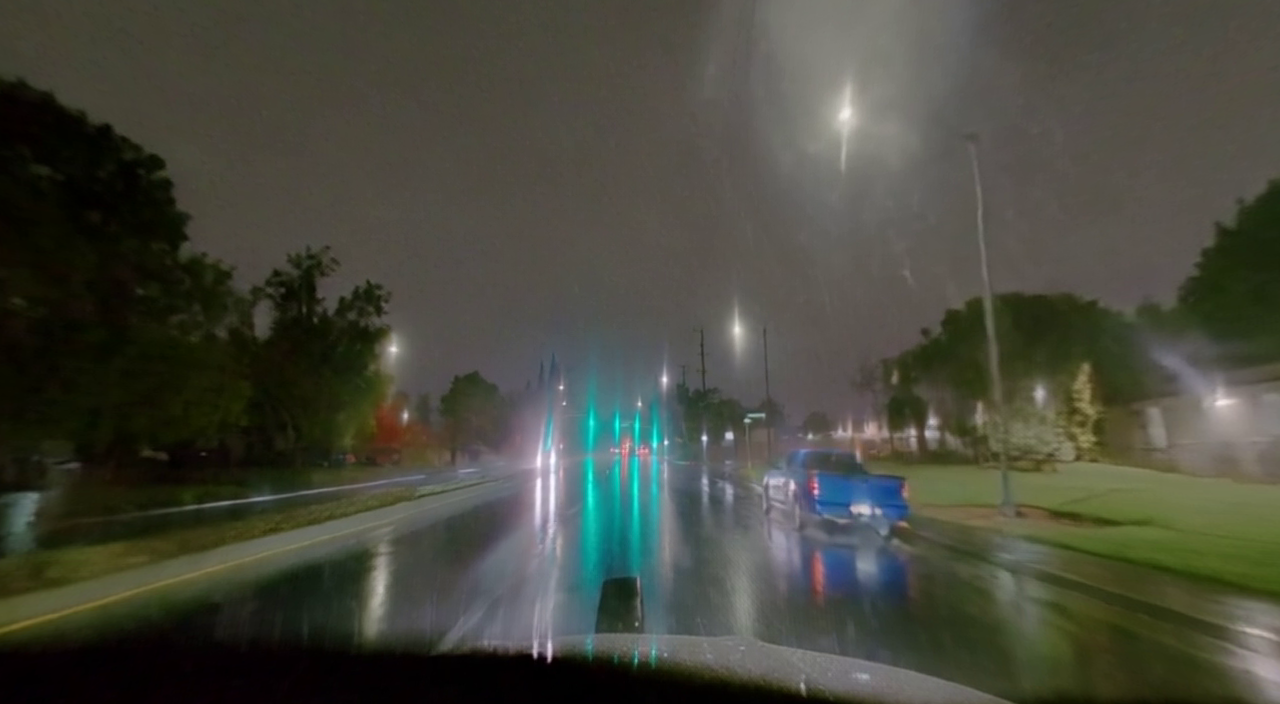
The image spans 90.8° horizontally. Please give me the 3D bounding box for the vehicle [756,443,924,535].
[{"bbox_3d":[3.704,2.596,12.630,1.942,1.502,4.244,0,-9,0],"label":"vehicle"}]
